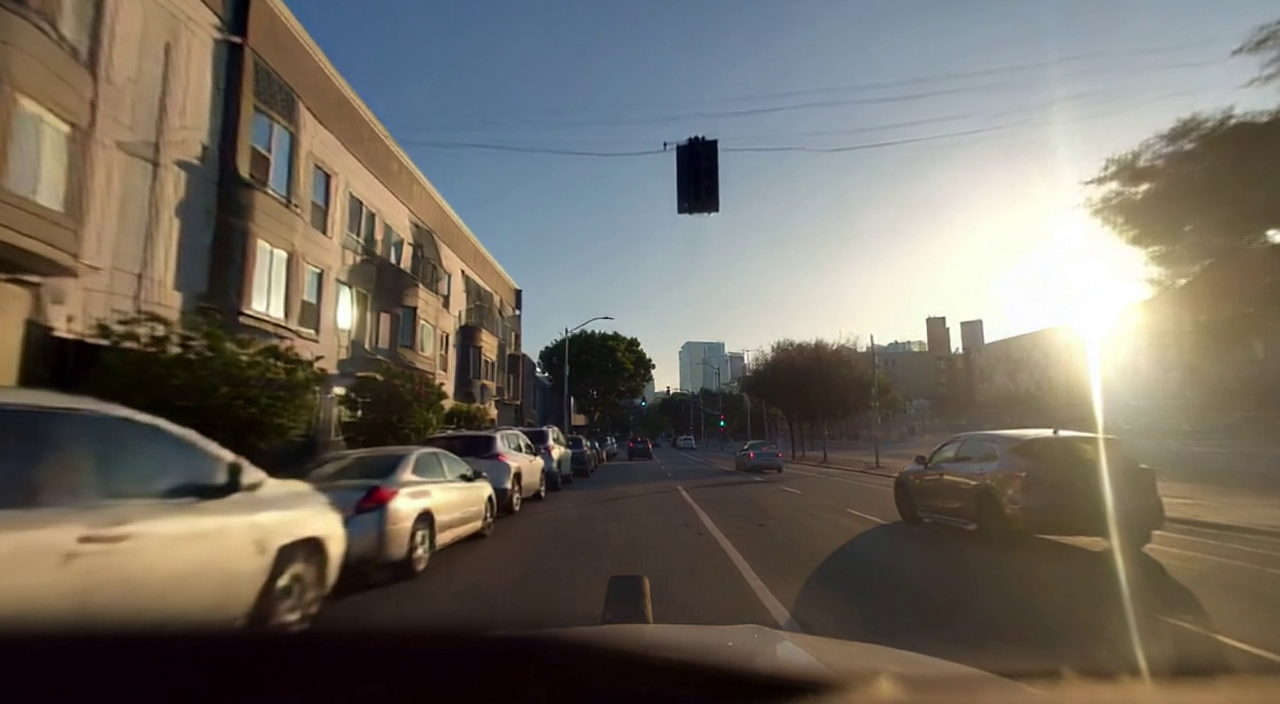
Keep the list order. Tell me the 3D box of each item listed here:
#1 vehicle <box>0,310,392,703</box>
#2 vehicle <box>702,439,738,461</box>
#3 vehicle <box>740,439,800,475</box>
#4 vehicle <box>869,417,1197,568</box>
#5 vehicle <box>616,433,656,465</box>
[{"bbox_3d":[-3.004,0.800,2.402,2.143,1.687,4.602,0,-8,1],"label":"vehicle"},{"bbox_3d":[5.650,6.968,44.899,1.917,1.467,4.452,0,-8,-1],"label":"vehicle"},{"bbox_3d":[5.529,4.509,27.283,1.799,1.463,3.464,0,-8,-1],"label":"vehicle"},{"bbox_3d":[4.987,1.816,8.895,1.891,1.599,4.173,0,-8,0],"label":"vehicle"},{"bbox_3d":[-0.199,5.458,35.498,2.122,1.689,3.885,0,-8,0],"label":"vehicle"}]
